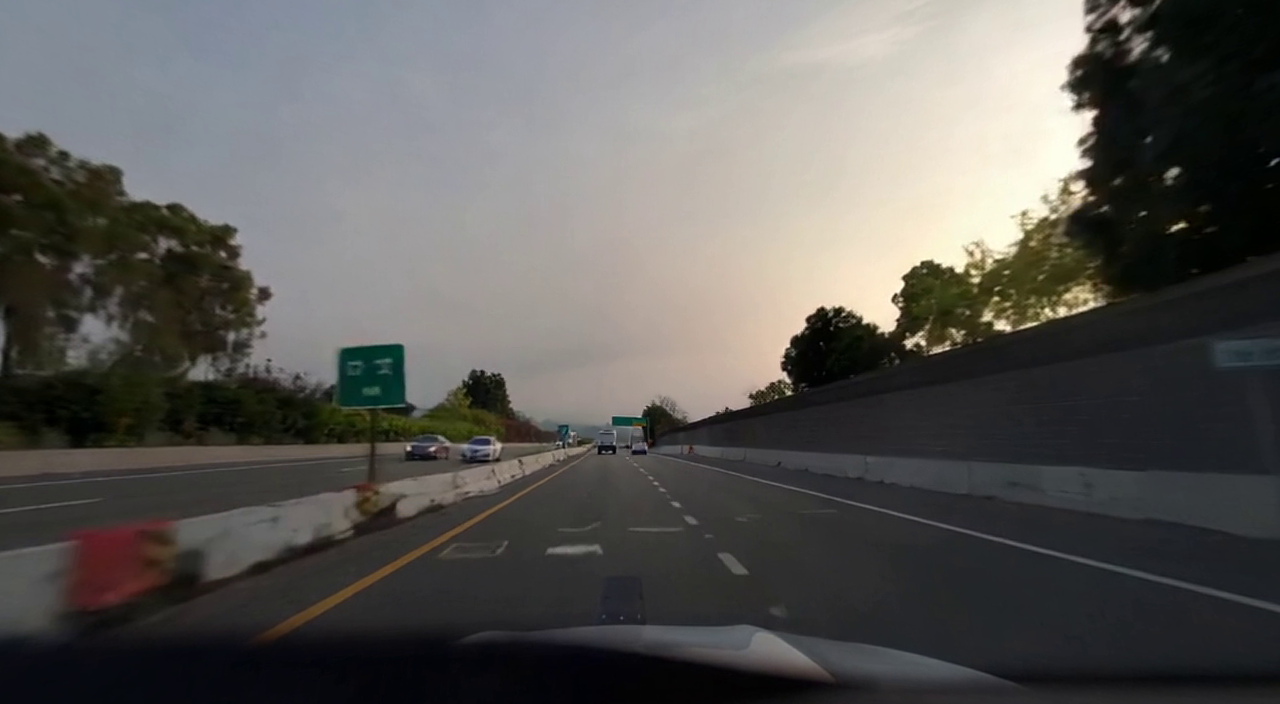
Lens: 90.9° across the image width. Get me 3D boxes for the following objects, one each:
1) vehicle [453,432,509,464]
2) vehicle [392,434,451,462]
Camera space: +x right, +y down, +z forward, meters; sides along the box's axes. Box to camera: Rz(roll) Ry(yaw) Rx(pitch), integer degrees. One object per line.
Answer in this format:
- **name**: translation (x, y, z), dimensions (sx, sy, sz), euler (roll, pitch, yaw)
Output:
- **vehicle**: translation (-8.209, 5.011, 32.913), dimensions (1.987, 1.540, 4.027), euler (0, -8, -2)
- **vehicle**: translation (-12.468, 5.530, 36.190), dimensions (1.911, 1.494, 4.445), euler (0, -8, -2)
